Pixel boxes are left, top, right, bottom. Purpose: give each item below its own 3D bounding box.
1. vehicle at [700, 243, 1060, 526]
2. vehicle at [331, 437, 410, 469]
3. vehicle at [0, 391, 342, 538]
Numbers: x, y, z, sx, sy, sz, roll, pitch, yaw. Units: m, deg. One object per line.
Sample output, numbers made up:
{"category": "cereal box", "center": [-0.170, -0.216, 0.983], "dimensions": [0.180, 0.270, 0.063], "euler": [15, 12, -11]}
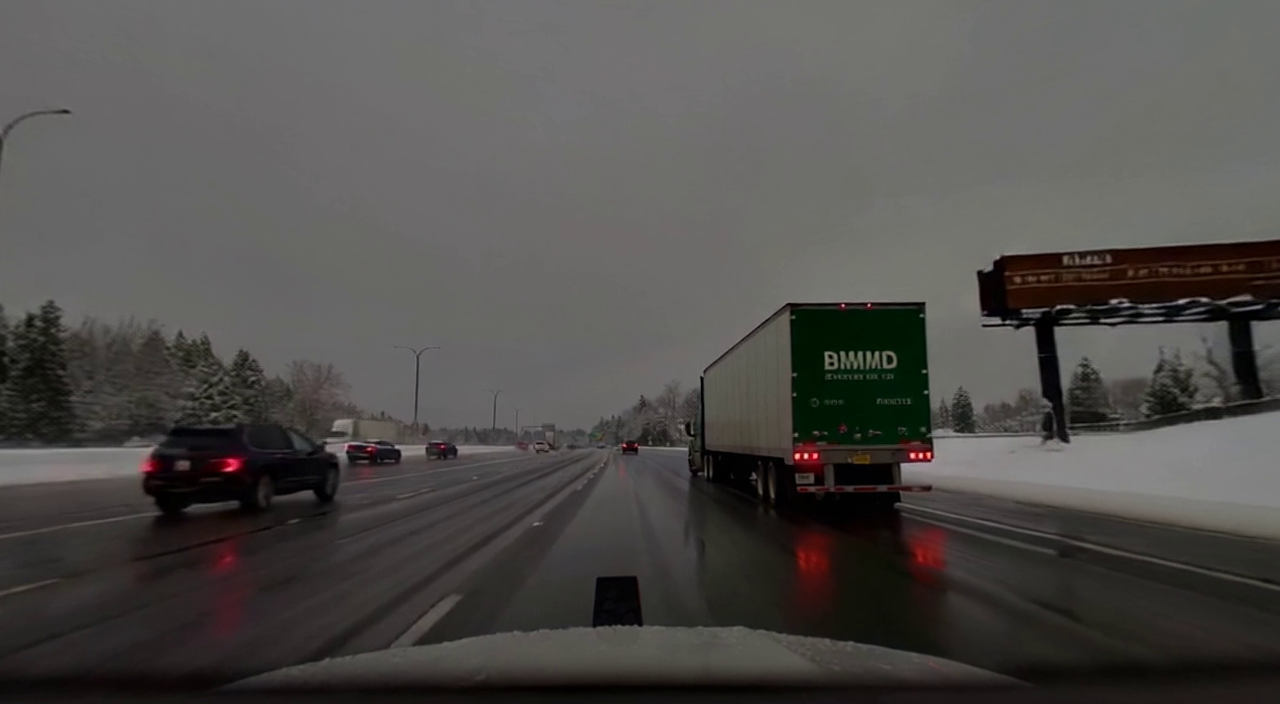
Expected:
{"category": "vehicle", "center": [3.995, 1.493, 16.267], "dimensions": [2.891, 3.944, 15.051], "euler": [0, -8, -2]}
{"category": "vehicle", "center": [-14.630, 5.513, 34.683], "dimensions": [1.970, 1.618, 5.364], "euler": [0, -8, 0]}
{"category": "vehicle", "center": [-7.439, 1.832, 10.826], "dimensions": [2.100, 1.905, 5.119], "euler": [0, -8, 0]}
